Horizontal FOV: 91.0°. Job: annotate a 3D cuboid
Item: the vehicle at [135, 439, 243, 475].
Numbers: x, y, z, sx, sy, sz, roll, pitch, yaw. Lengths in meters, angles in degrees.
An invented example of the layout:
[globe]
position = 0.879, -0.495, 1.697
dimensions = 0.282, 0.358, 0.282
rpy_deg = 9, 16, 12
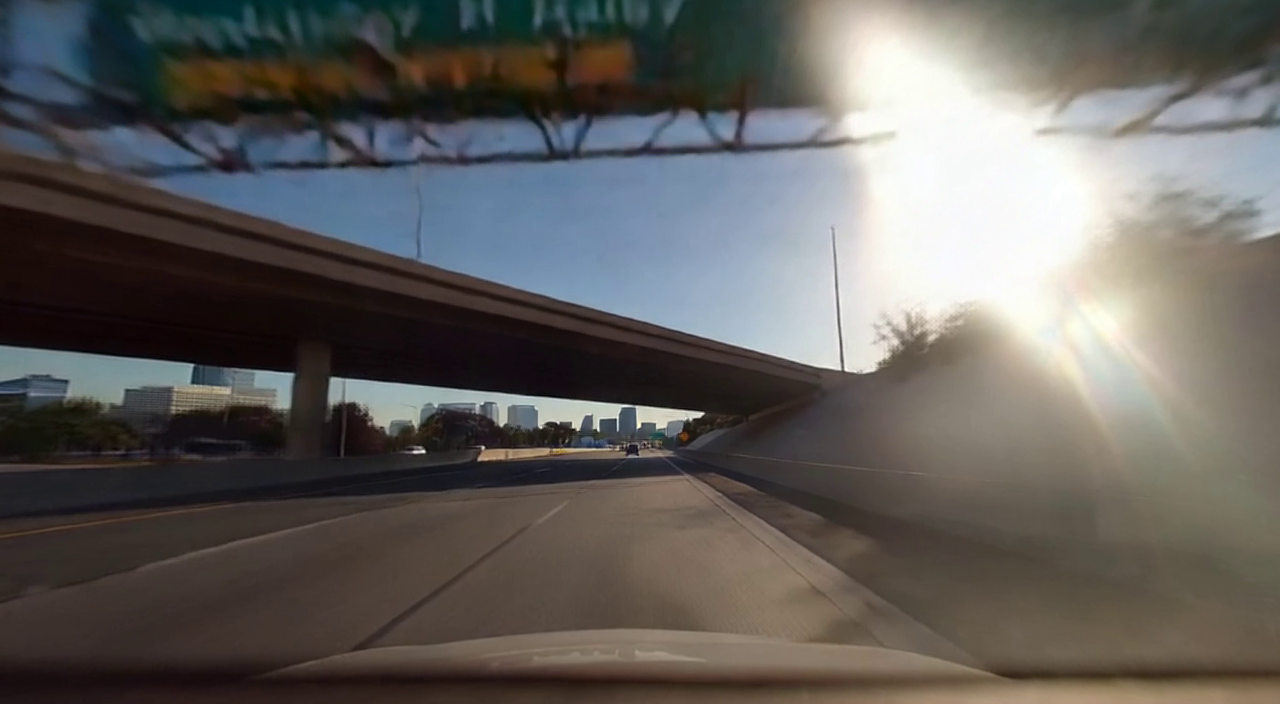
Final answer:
[vehicle]
position = -20.791, 4.871, 29.274
dimensions = 1.852, 1.534, 4.136
rpy_deg = 0, -9, 1
